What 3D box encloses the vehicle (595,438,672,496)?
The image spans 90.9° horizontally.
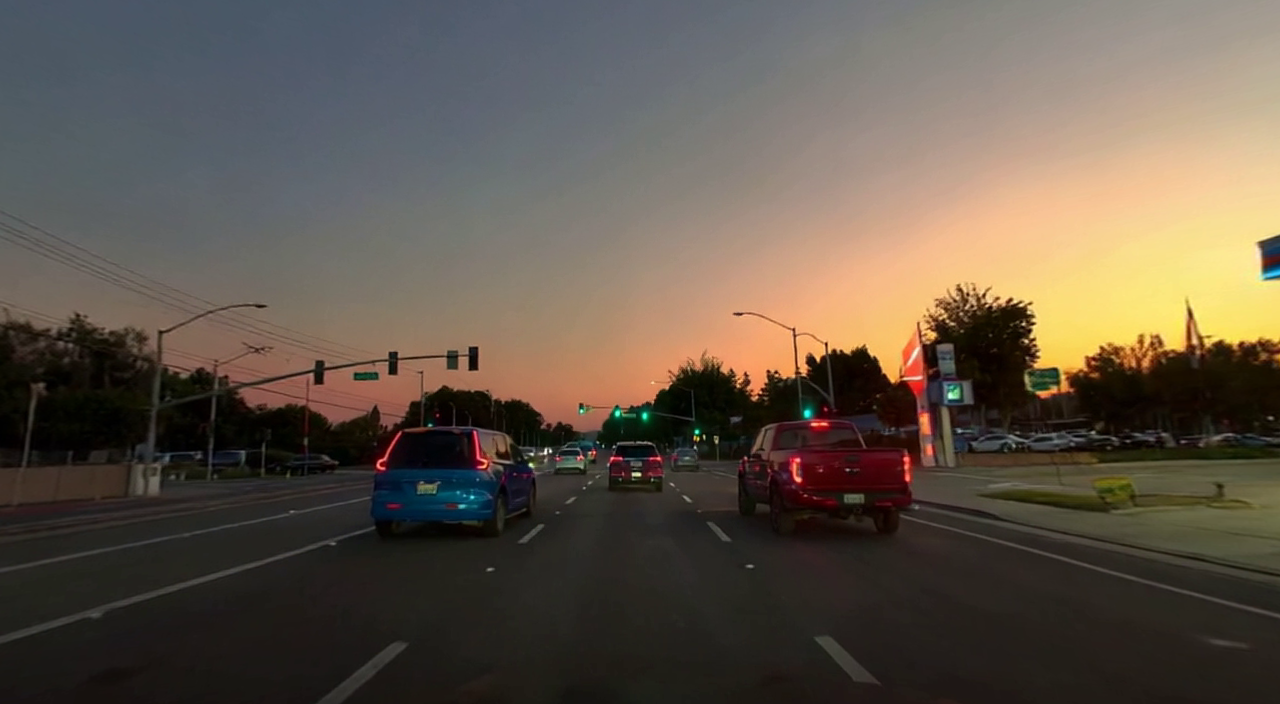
[{"bbox_3d":[-0.203,3.586,20.059,2.181,1.650,4.083,0,-8,-1],"label":"vehicle"}]

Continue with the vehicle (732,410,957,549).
[{"bbox_3d":[3.169,2.129,11.290,2.161,1.868,5.321,0,-8,-1],"label":"vehicle"}]

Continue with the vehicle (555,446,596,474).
[{"bbox_3d":[-3.577,6.046,35.582,1.954,1.497,4.078,0,-8,-1],"label":"vehicle"}]

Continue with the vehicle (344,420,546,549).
[{"bbox_3d":[-2.981,2.126,10.771,2.019,1.731,4.299,0,-8,0],"label":"vehicle"}]

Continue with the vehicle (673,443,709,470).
[{"bbox_3d":[3.514,7.269,43.987,2.122,1.745,4.337,0,-8,0],"label":"vehicle"}]
